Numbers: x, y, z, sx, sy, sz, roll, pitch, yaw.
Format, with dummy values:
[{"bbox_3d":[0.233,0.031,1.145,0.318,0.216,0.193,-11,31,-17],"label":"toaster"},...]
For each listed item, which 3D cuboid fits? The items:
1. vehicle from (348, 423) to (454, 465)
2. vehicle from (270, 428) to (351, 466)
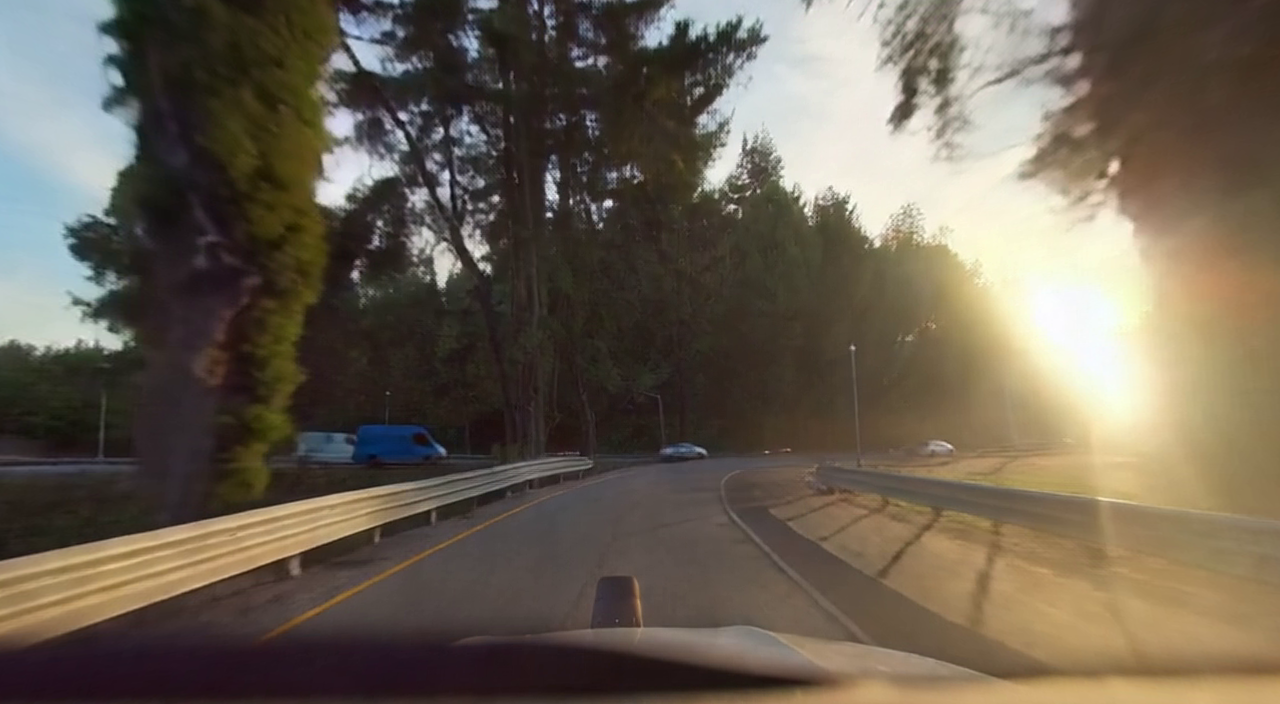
[{"bbox_3d":[-17.847,6.880,47.355,7.155,2.942,2.420,3,-8,-21],"label":"vehicle"},{"bbox_3d":[-23.567,6.817,45.312,4.784,2.535,2.203,2,-9,-20],"label":"vehicle"}]
